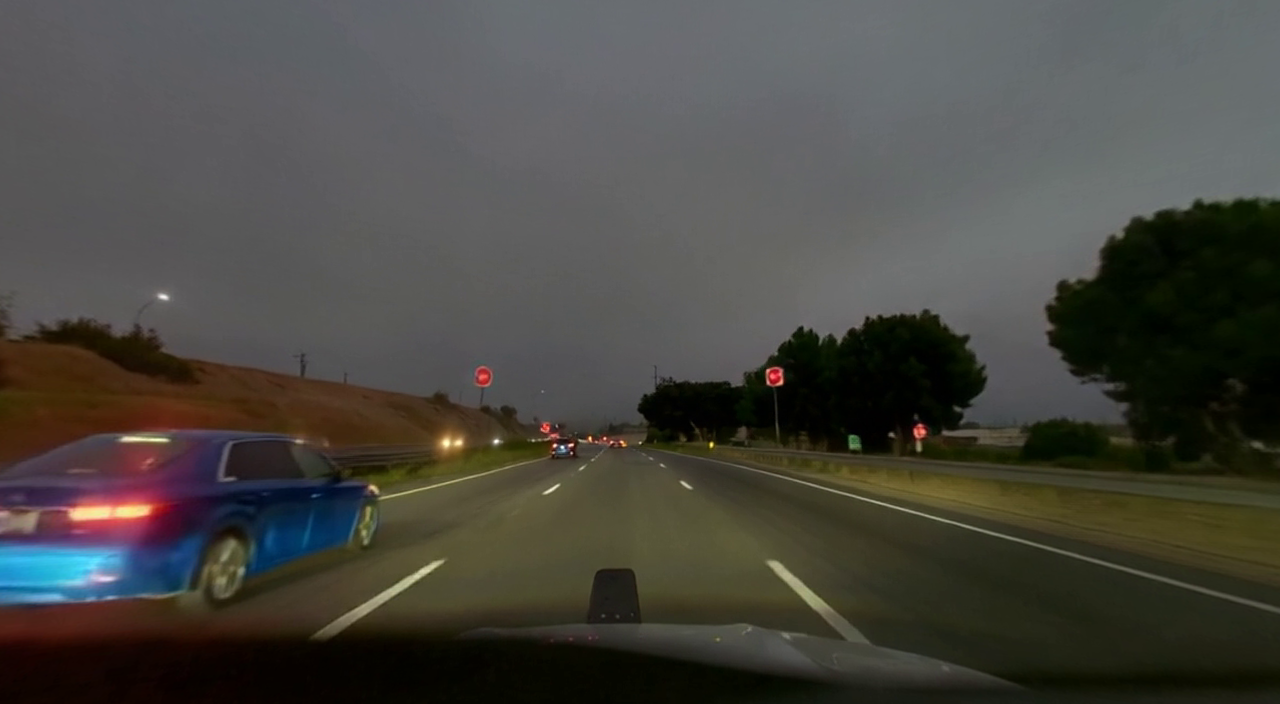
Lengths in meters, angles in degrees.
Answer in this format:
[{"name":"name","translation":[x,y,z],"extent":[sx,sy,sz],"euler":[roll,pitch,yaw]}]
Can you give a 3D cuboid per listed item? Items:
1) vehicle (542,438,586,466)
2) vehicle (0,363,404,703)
[{"name":"vehicle","translation":[-3.879,5.192,32.905],"extent":[1.874,1.369,3.875],"euler":[0,-8,-1]},{"name":"vehicle","translation":[-3.677,1.141,4.677],"extent":[2.047,1.612,4.631],"euler":[0,-8,0]}]
